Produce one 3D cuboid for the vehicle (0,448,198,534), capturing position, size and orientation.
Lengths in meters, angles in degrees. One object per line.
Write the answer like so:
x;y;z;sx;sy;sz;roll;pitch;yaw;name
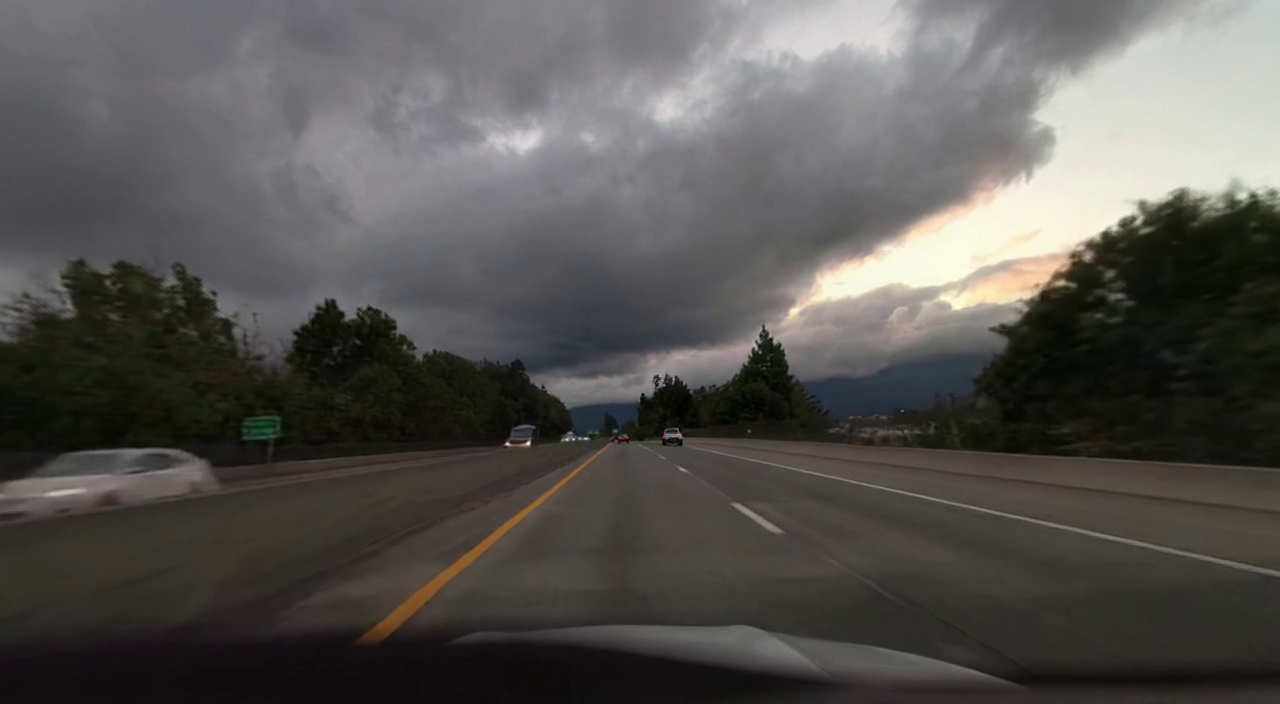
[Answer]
-13.177;3.137;14.930;1.985;1.608;4.652;0;-8;-1;vehicle
